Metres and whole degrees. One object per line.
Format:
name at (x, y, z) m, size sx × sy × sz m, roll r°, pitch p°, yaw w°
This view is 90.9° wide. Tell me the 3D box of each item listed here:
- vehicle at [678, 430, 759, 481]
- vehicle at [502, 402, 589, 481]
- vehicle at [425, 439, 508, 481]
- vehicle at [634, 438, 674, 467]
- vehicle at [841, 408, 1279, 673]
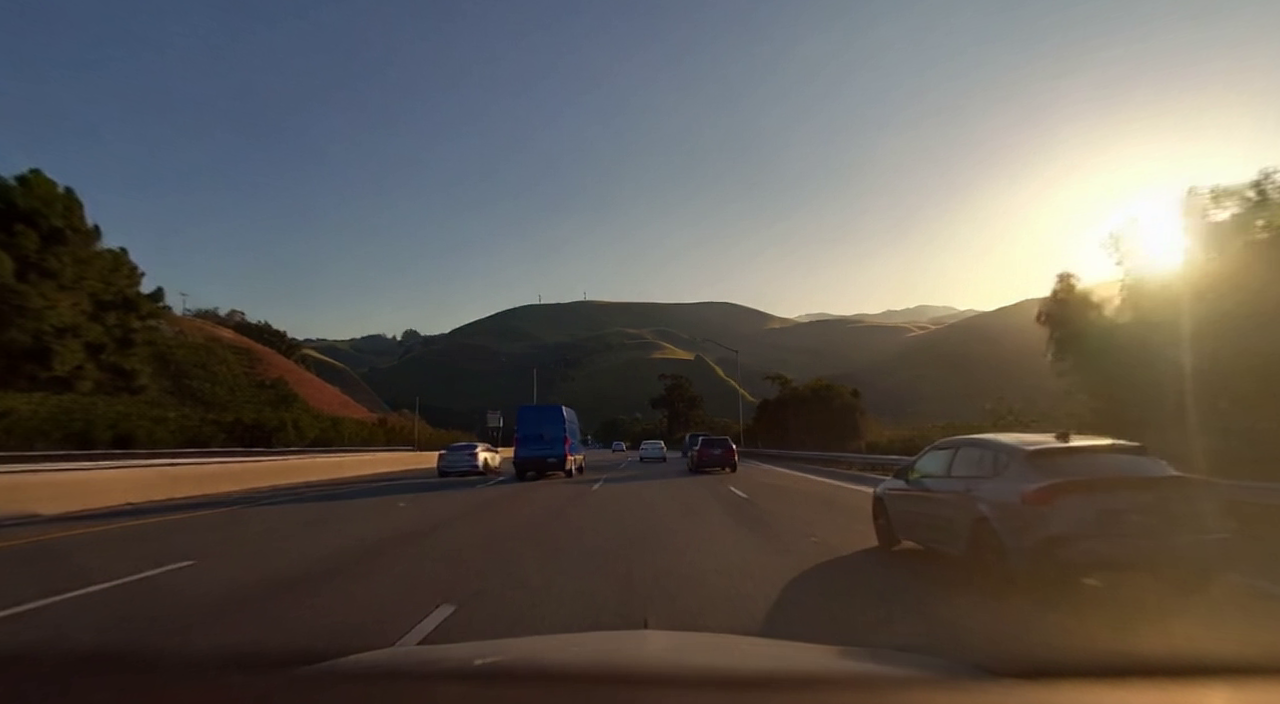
vehicle at (2.752, 3.756, 23.174) m, size 2.270 × 1.660 × 4.101 m, roll 0°, pitch -8°, yaw -3°
vehicle at (-3.425, 3.446, 24.317) m, size 2.396 × 2.664 × 5.735 m, roll 0°, pitch -8°, yaw 1°
vehicle at (-6.716, 4.196, 24.891) m, size 1.964 × 1.487 × 4.417 m, roll 0°, pitch -8°, yaw 1°
vehicle at (0.716, 5.453, 34.421) m, size 2.054 × 1.504 × 3.890 m, roll 0°, pitch -8°, yaw 0°
vehicle at (3.669, 1.387, 5.853) m, size 2.050 × 1.491 × 4.362 m, roll 0°, pitch -8°, yaw -2°
